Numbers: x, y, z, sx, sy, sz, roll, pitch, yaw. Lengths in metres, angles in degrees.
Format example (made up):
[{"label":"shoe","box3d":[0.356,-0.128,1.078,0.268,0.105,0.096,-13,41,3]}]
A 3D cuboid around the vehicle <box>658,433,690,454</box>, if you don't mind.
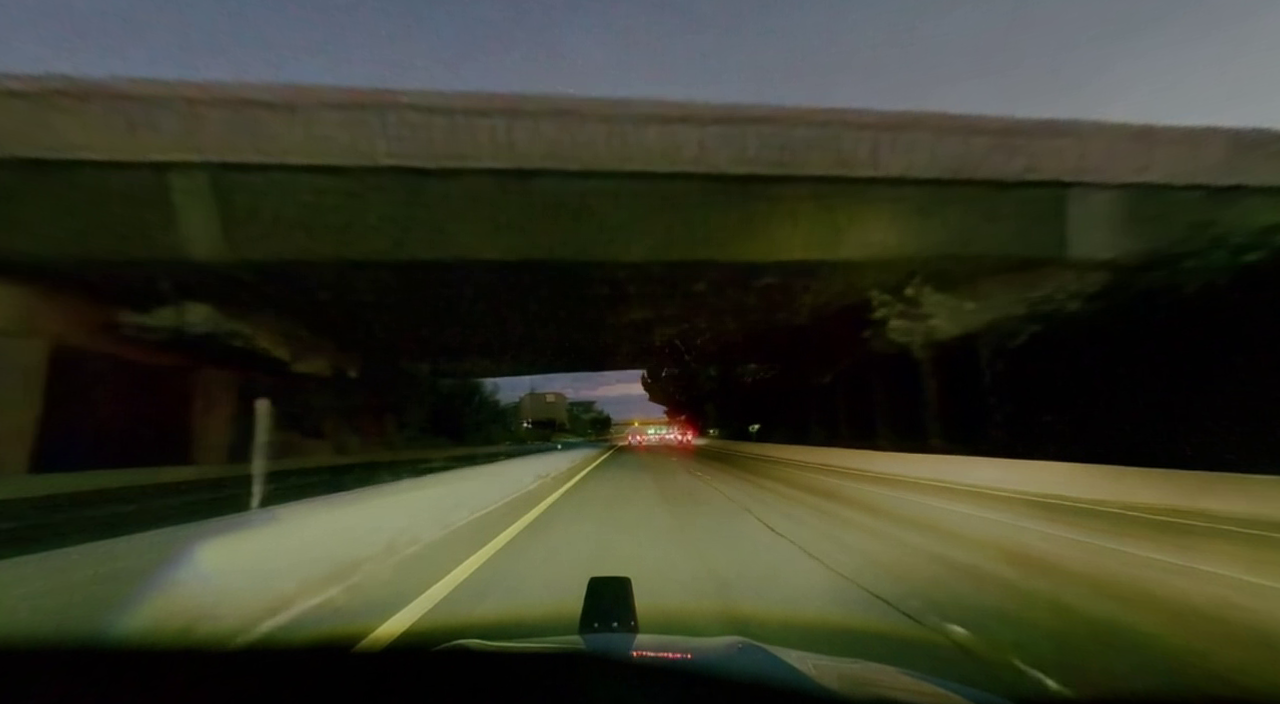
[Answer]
[{"label":"vehicle","box3d":[2.428,6.679,46.171,1.981,1.490,3.449,0,-8,-3]}]
